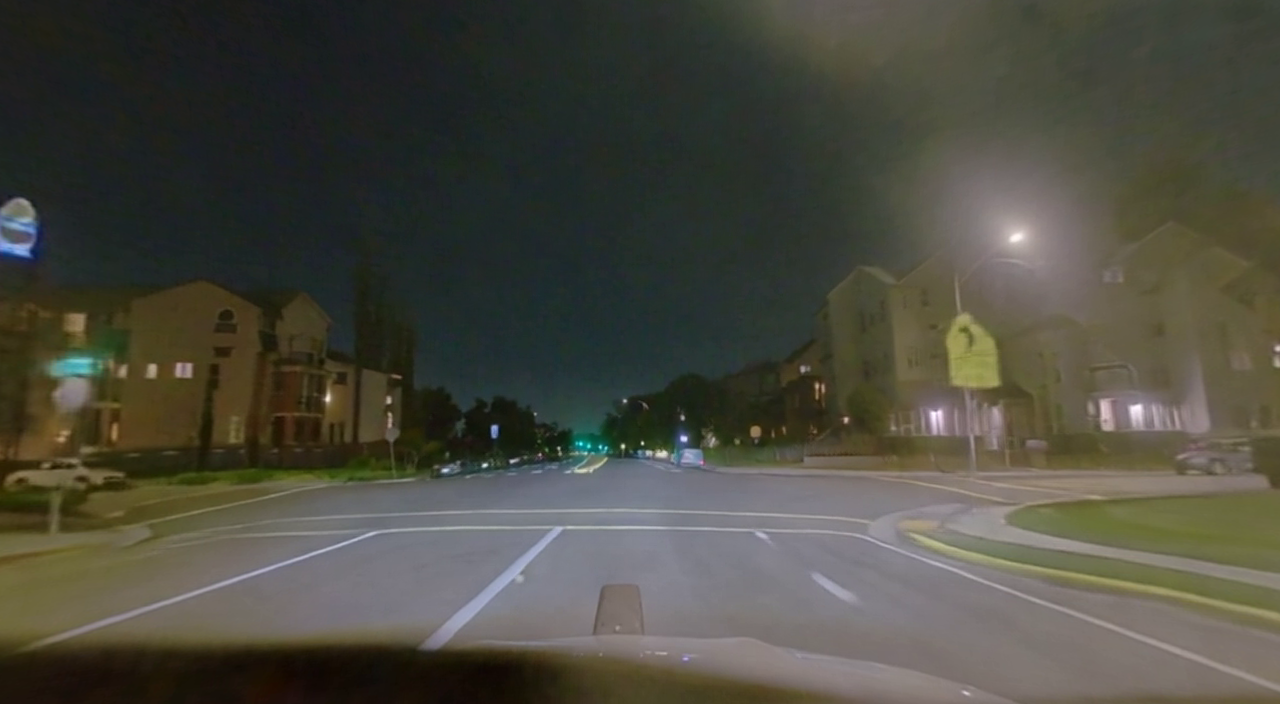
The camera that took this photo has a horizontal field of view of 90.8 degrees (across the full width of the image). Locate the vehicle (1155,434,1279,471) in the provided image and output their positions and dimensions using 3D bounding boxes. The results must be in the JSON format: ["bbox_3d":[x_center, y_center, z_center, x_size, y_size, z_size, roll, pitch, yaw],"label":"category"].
[{"bbox_3d":[24.069,4.167,26.140,4.281,1.413,1.823,2,-9,-10],"label":"vehicle"}]

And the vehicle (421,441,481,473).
[{"bbox_3d":[-10.974,6.143,37.070,2.037,1.755,4.434,0,-9,1],"label":"vehicle"}]

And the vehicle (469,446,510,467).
[{"bbox_3d":[-10.779,7.494,45.456,1.948,1.410,4.361,1,-9,-1],"label":"vehicle"}]

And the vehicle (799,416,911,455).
[{"bbox_3d":[13.536,5.386,40.125,6.244,2.050,2.209,-9,-14,38],"label":"vehicle"}]

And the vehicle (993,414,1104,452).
[{"bbox_3d":[23.071,4.623,35.829,4.831,2.013,2.082,1,-9,-1],"label":"vehicle"}]

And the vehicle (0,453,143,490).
[{"bbox_3d":[-24.518,5.130,27.287,4.197,1.431,2.165,0,-9,0],"label":"vehicle"}]
